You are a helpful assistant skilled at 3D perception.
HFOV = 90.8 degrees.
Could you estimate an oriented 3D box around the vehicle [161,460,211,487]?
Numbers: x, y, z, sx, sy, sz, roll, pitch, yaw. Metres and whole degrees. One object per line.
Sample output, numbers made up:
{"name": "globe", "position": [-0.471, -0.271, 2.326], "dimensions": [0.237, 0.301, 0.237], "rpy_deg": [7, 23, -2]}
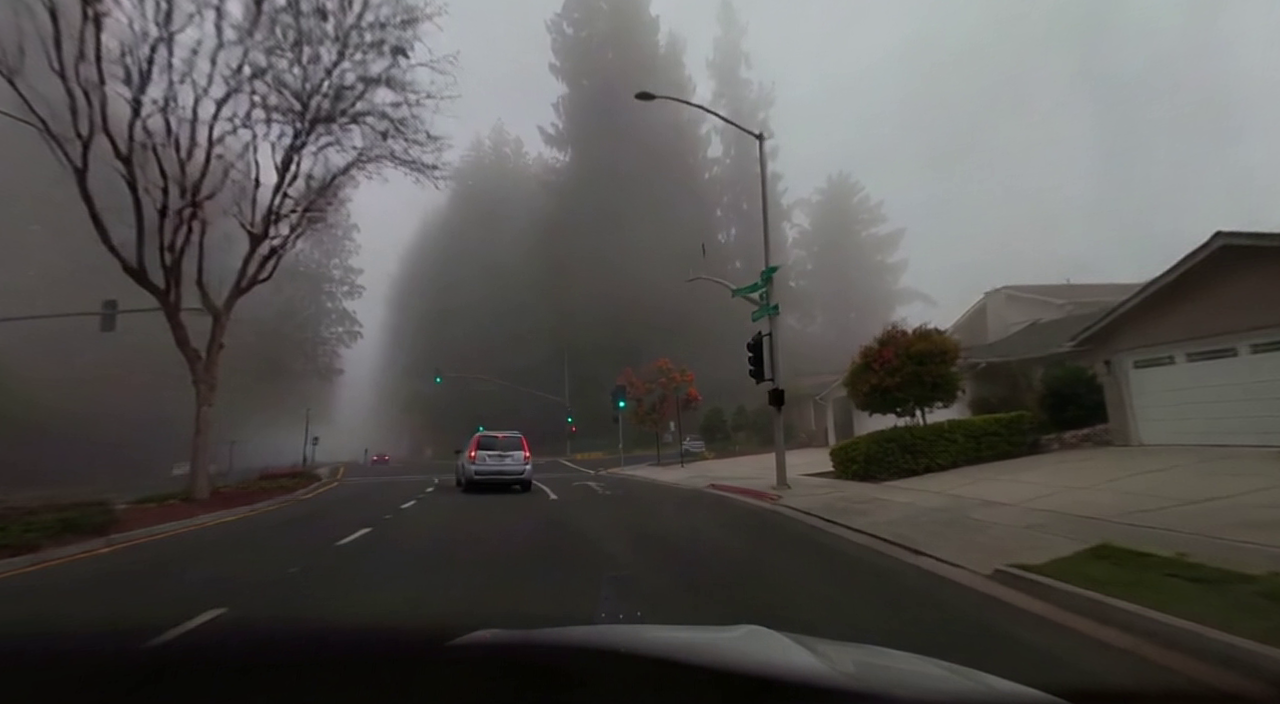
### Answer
{"name": "vehicle", "position": [-31.798, 8.455, 44.366], "dimensions": [1.943, 1.677, 4.176], "rpy_deg": [3, -9, -23]}

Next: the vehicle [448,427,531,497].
{"name": "vehicle", "position": [-4.250, 3.054, 17.898], "dimensions": [1.990, 1.707, 4.225], "rpy_deg": [2, -9, -13]}

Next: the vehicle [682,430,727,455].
{"name": "vehicle", "position": [4.063, 5.800, 40.504], "dimensions": [1.911, 1.516, 4.251], "rpy_deg": [1, -9, -8]}
